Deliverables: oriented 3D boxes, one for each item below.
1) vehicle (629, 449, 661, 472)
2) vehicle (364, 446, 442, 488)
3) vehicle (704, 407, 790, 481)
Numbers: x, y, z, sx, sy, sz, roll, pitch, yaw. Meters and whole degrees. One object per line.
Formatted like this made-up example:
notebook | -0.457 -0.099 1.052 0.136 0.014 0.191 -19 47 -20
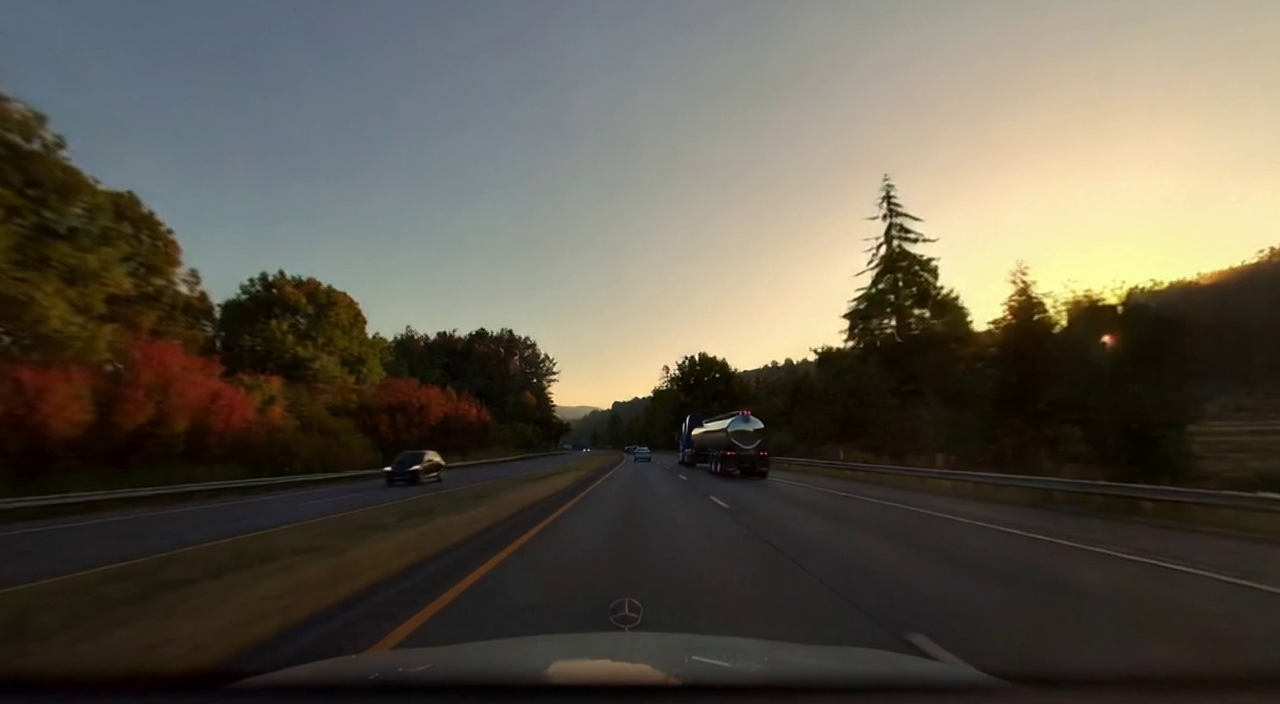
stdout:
vehicle | 0.282 6.875 40.072 1.926 1.386 3.615 0 -9 0
vehicle | -12.096 5.890 32.563 2.050 1.959 4.928 0 -9 0
vehicle | 4.791 4.374 29.796 2.718 3.034 7.395 0 -9 0
